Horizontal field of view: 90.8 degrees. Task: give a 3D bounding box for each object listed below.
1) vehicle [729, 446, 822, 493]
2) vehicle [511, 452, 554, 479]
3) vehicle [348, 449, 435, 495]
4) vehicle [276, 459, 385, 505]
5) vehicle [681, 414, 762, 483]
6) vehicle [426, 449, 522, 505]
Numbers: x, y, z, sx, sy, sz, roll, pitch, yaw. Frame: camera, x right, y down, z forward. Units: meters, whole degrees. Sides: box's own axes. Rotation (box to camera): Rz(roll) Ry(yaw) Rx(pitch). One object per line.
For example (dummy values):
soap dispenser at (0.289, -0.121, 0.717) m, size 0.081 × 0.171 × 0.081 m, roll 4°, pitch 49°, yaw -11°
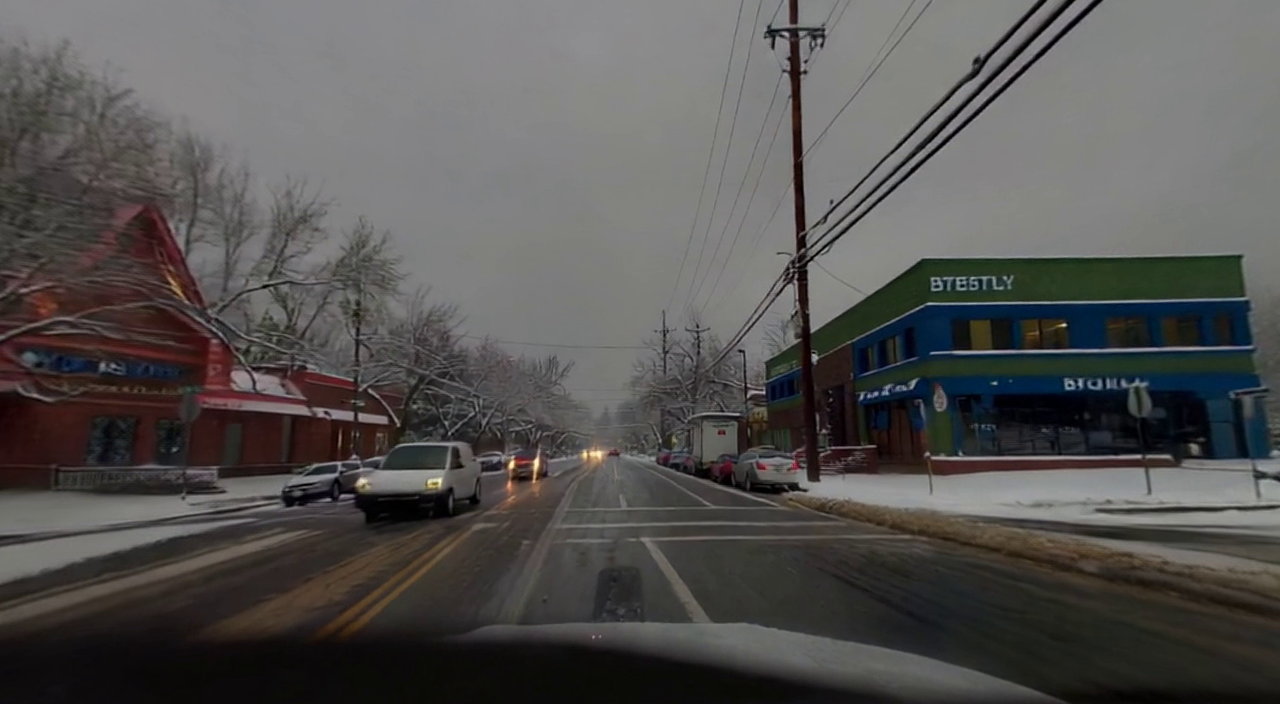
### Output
vehicle at (5.167, 4.545, 24.797) m, size 1.963 × 1.646 × 4.204 m, roll 2°, pitch -9°, yaw -12°
vehicle at (-6.472, 6.844, 38.401) m, size 1.845 × 1.469 × 4.413 m, roll 0°, pitch -9°, yaw 0°
vehicle at (-11.335, 5.456, 29.240) m, size 2.072 × 1.818 × 4.951 m, roll -3°, pitch -9°, yaw 0°
vehicle at (-11.351, 4.760, 23.537) m, size 1.978 × 1.452 × 4.263 m, roll 0°, pitch -9°, yaw -1°
vehicle at (4.078, 5.105, 33.521) m, size 2.815 × 3.203 × 7.558 m, roll 0°, pitch -9°, yaw -3°
vehicle at (-4.972, 3.776, 19.550) m, size 2.050 × 1.505 × 4.219 m, roll 0°, pitch -9°, yaw -4°
